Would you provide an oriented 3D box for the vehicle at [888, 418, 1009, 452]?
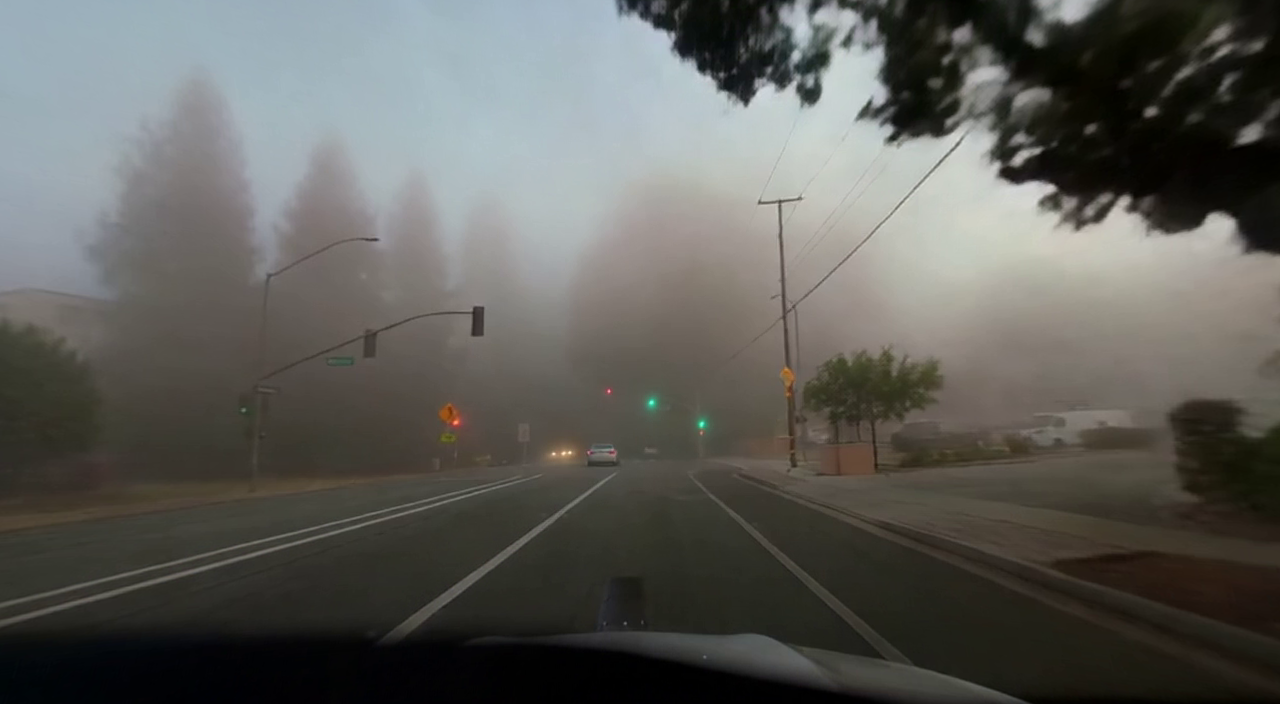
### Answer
[{"bbox_3d":[19.132,5.213,39.305,6.313,2.043,2.272,0,-8,-3],"label":"vehicle"}]

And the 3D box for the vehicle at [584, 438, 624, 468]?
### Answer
[{"bbox_3d":[-2.145,6.258,39.149,2.084,1.701,4.734,0,-8,2],"label":"vehicle"}]

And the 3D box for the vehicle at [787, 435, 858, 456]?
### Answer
[{"bbox_3d":[13.676,7.029,47.368,4.665,1.498,1.866,0,-9,-2],"label":"vehicle"}]

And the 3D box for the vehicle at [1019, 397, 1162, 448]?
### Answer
[{"bbox_3d":[28.552,4.507,40.107,7.116,3.077,2.655,0,-8,-4],"label":"vehicle"}]
